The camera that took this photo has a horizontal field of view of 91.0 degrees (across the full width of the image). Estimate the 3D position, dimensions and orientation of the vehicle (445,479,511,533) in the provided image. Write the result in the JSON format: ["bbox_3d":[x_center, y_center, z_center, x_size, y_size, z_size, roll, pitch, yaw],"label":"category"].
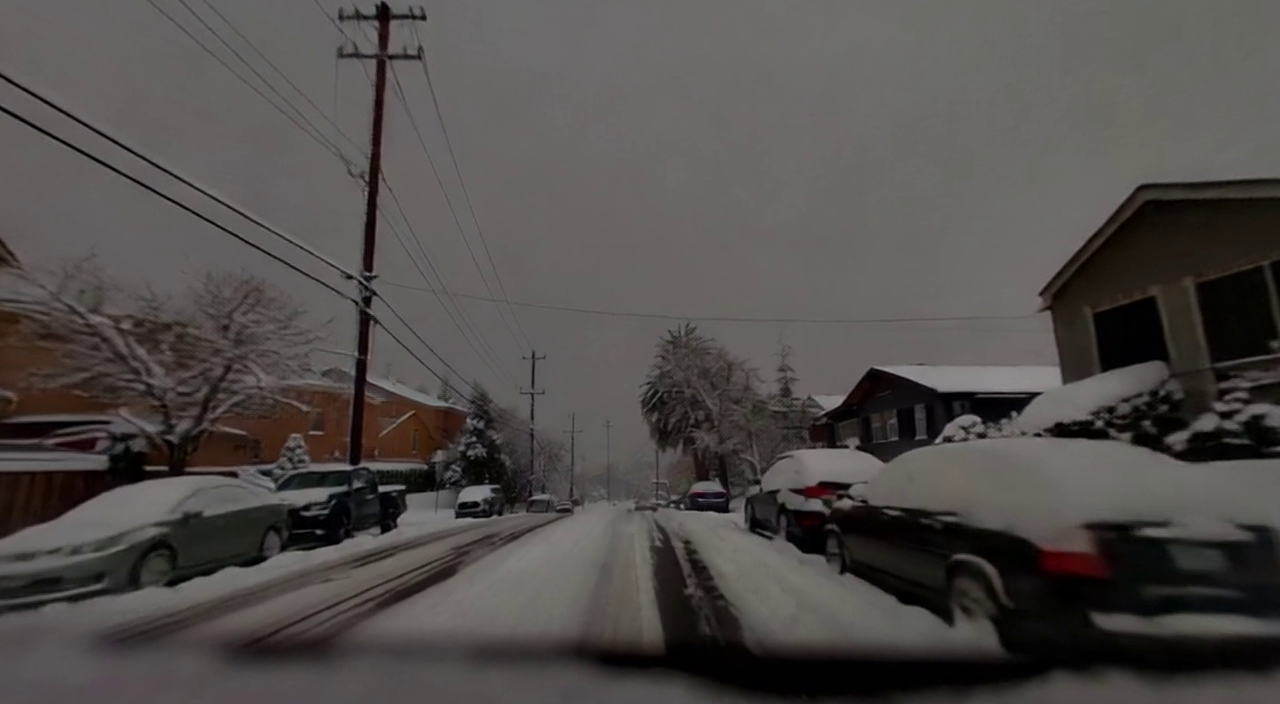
[{"bbox_3d":[-7.047,6.735,27.926,1.933,1.824,5.142,0,-8,-4],"label":"vehicle"}]

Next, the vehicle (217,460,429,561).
[{"bbox_3d":[-6.724,3.384,14.292,2.017,1.683,5.412,0,-8,0],"label":"vehicle"}]

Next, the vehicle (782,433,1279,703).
[{"bbox_3d":[2.980,1.456,5.208,2.212,1.476,4.678,1,-8,-4],"label":"vehicle"}]

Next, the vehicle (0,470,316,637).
[{"bbox_3d":[-6.516,2.420,8.513,1.960,1.437,4.454,0,-8,-1],"label":"vehicle"}]

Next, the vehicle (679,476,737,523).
[{"bbox_3d":[2.572,5.705,24.670,1.756,1.455,3.965,0,-8,-1],"label":"vehicle"}]
